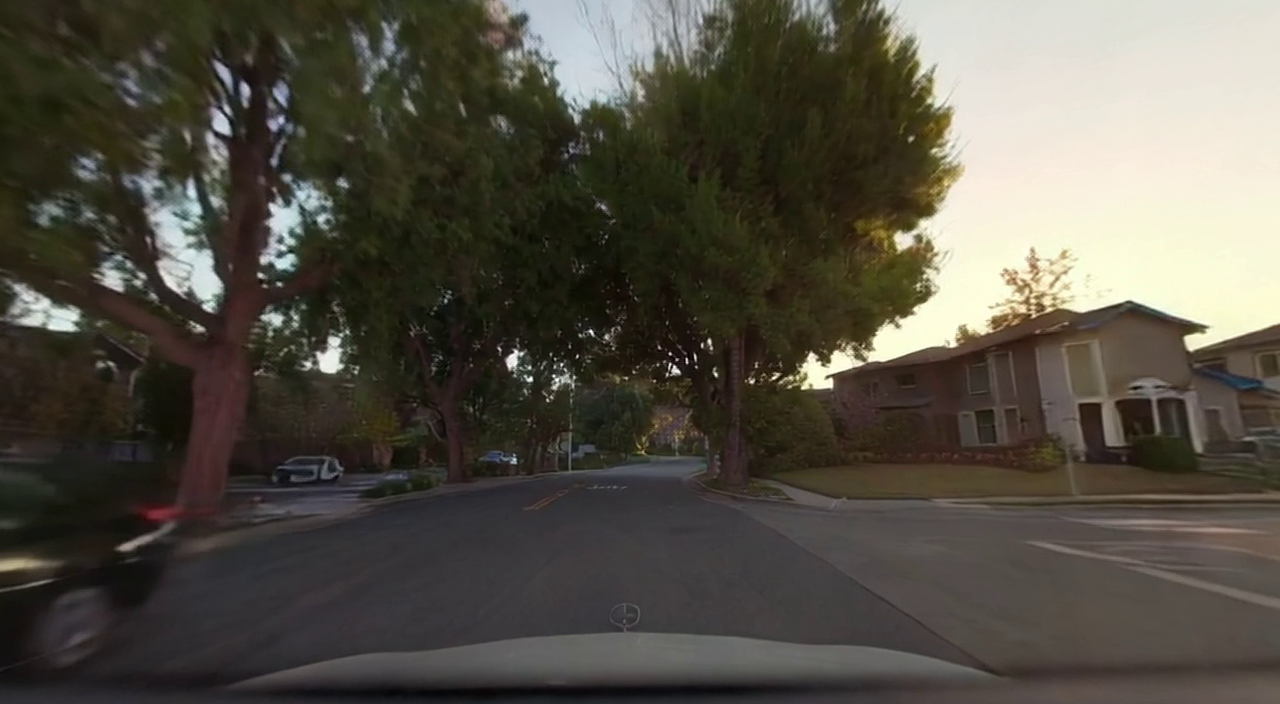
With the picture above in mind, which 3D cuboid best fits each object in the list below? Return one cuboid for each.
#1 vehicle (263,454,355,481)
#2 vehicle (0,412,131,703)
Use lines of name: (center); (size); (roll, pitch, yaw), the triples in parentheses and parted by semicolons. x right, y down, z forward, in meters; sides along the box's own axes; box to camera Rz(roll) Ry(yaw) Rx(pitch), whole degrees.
vehicle: (-19.487, 6.809, 37.333); (4.373, 1.464, 1.917); (1, -10, -11)
vehicle: (-4.590, 0.984, 2.270); (2.025, 1.660, 4.151); (0, -9, 0)
